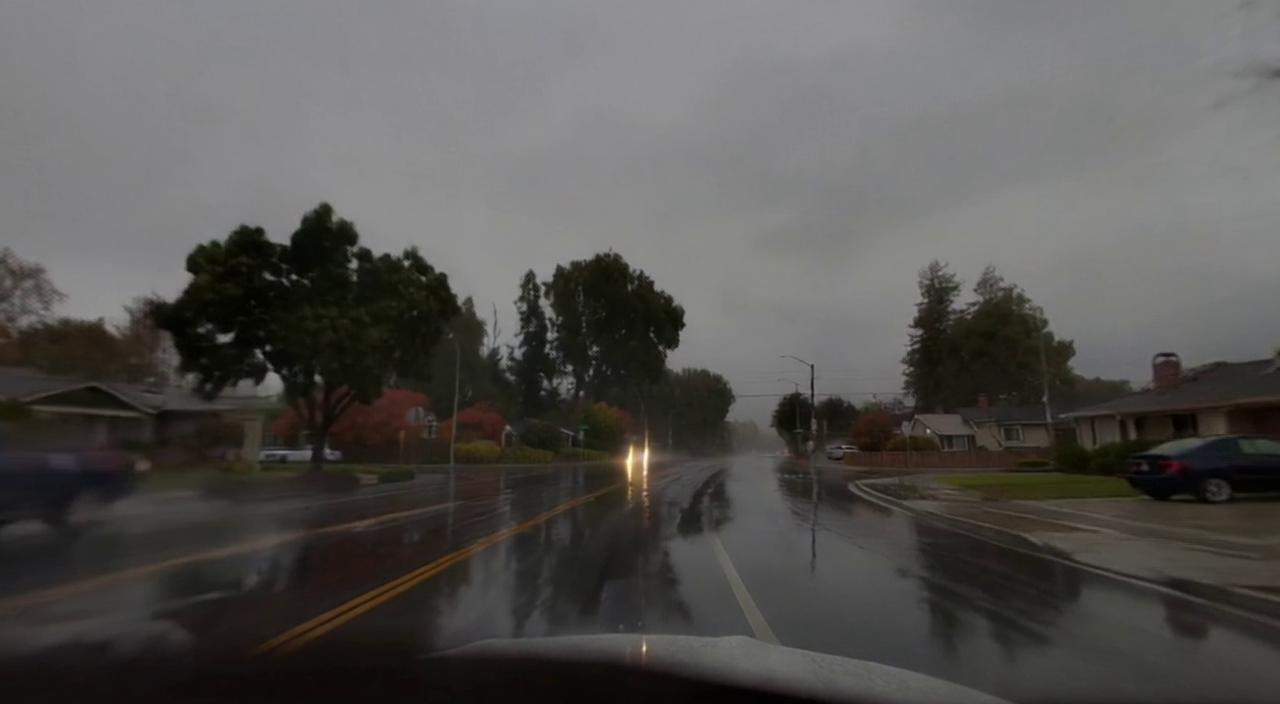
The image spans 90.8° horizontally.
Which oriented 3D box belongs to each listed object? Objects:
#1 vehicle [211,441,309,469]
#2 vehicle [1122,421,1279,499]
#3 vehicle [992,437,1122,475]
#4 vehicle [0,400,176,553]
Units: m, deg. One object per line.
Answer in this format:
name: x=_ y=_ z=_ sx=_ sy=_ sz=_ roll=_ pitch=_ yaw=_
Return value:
vehicle: x=-26.979 y=7.339 z=44.955 sx=5.754 sy=1.892 sz=2.236 roll=-2 pitch=-9 yaw=10
vehicle: x=15.951 y=2.704 z=16.200 sx=5.073 sy=1.729 sz=2.161 roll=-6 pitch=-11 yaw=12
vehicle: x=23.221 y=5.825 z=35.410 sx=5.484 sy=1.842 sz=2.188 roll=-4 pitch=-10 yaw=11
vehicle: x=-9.270 y=1.586 z=7.995 sx=2.272 sy=1.920 sz=5.737 roll=-1 pitch=-8 yaw=2
